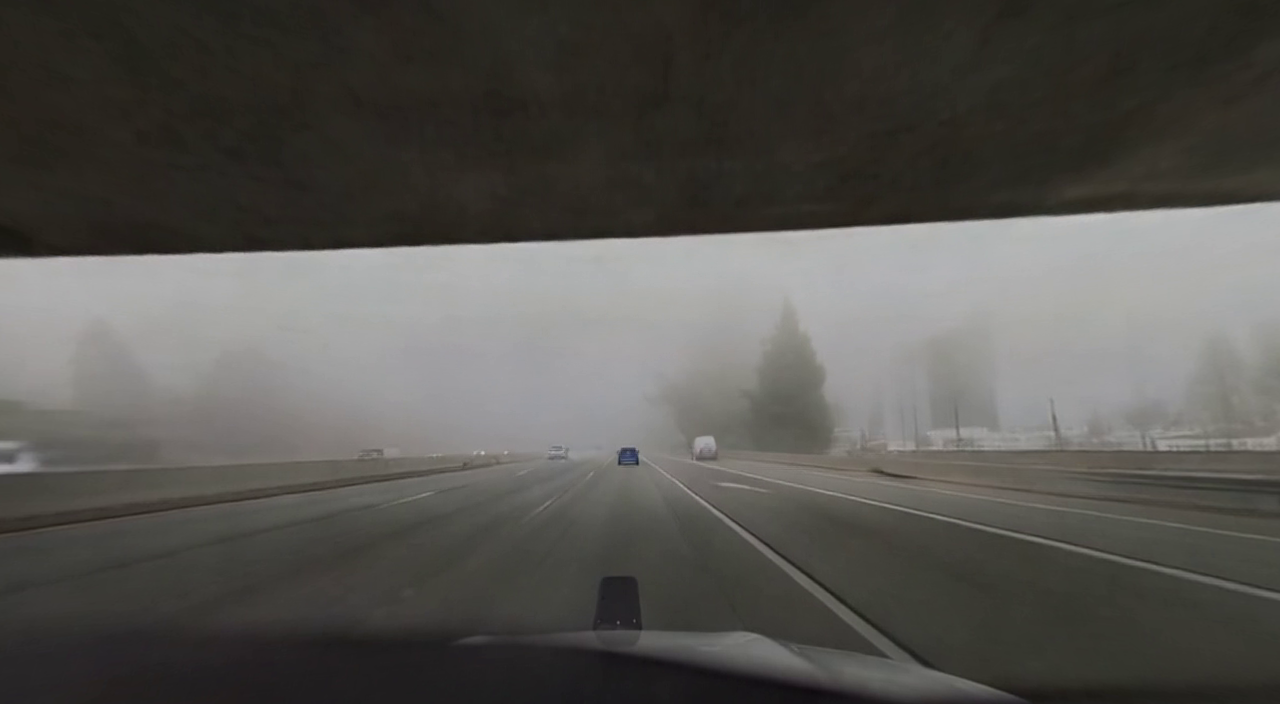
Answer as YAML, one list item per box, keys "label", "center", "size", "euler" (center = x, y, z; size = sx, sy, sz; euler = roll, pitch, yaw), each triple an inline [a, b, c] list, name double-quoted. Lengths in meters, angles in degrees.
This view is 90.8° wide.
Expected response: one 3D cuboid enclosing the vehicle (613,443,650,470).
- label: "vehicle"
  center: [-0.525, 5.916, 35.986]
  size: [2.012, 1.471, 4.059]
  euler: [0, -8, -2]
